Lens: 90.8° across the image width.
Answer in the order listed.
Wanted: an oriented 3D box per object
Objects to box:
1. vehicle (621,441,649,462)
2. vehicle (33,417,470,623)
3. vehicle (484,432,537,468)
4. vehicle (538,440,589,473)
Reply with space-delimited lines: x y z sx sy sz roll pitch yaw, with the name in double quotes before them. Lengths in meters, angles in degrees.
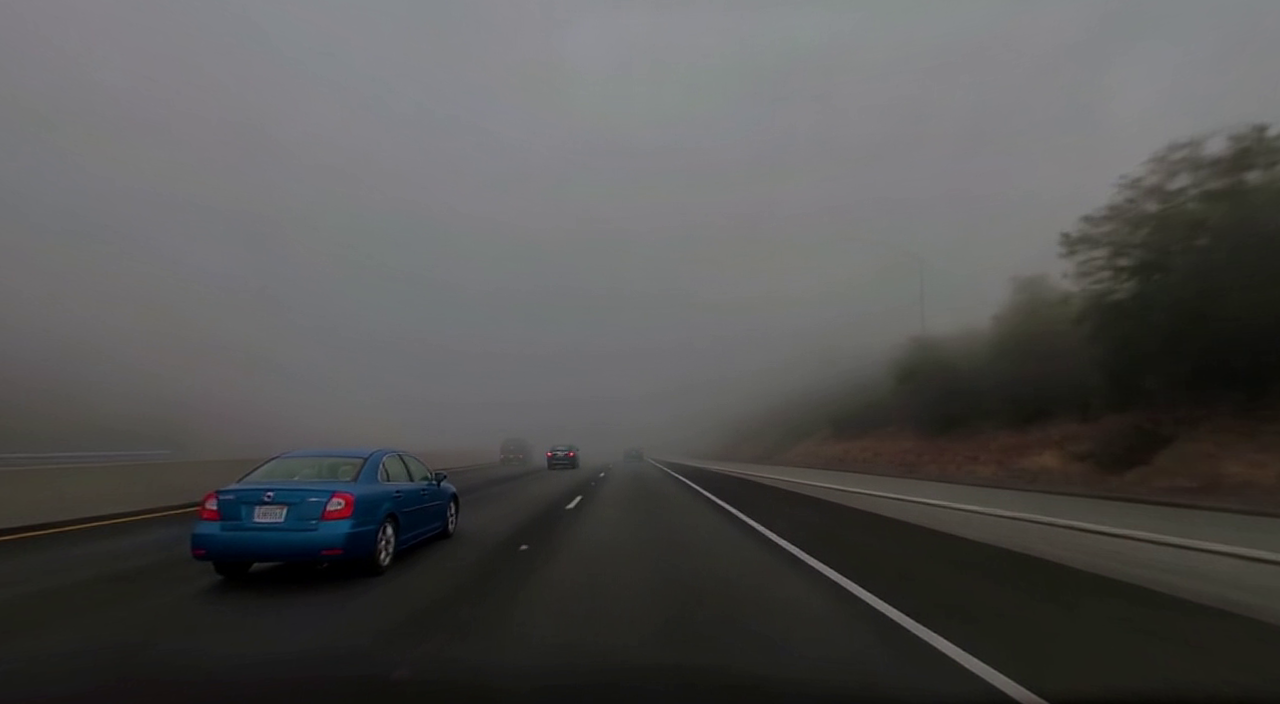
"vehicle" -0.426 7.716 49.059 2.018 1.508 4.087 0 -8 -2
"vehicle" -3.474 1.573 6.952 2.025 1.506 4.429 0 -8 -1
"vehicle" -7.733 5.905 38.288 2.171 1.982 5.246 0 -8 -1
"vehicle" -3.732 5.174 31.606 2.068 1.501 4.395 0 -8 -1
